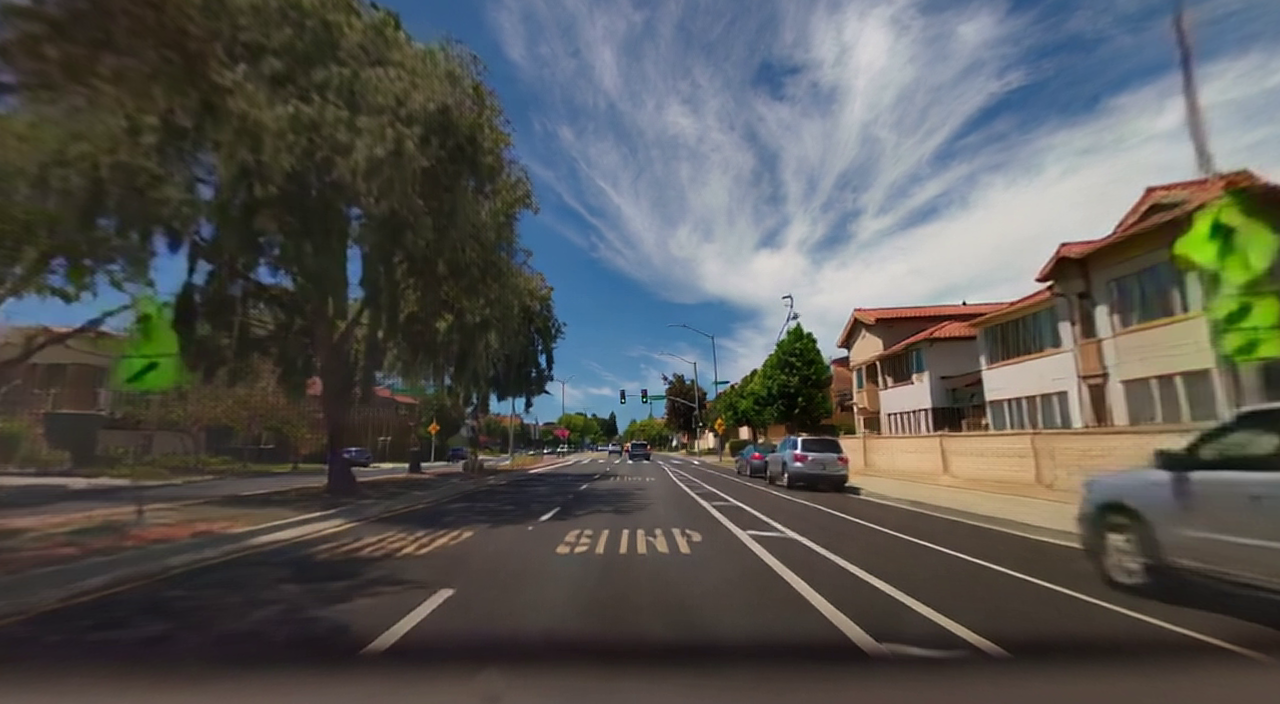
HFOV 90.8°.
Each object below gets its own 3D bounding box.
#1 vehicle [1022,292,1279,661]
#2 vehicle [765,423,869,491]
[{"bbox_3d":[5.506,0.767,3.750,2.324,2.468,6.422,1,-9,-1],"label":"vehicle"},{"bbox_3d":[5.611,3.384,20.723,2.008,1.930,4.919,0,-8,1],"label":"vehicle"}]
